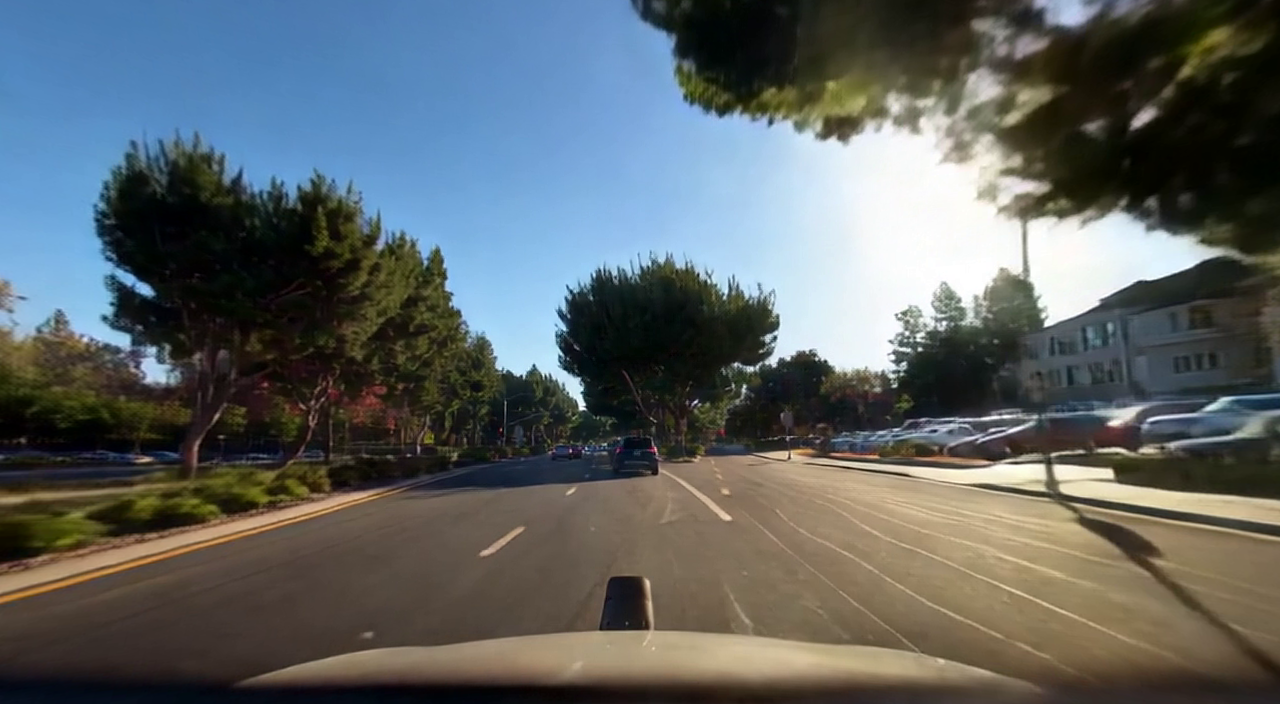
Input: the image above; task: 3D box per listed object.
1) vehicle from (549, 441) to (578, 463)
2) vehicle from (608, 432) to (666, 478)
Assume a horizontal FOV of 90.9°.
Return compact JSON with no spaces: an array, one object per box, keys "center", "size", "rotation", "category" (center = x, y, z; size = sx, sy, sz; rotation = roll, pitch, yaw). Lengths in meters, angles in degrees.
[{"center":[-5.776,7.531,47.685],"size":[1.950,1.563,3.727],"rotation":[0,-9,-4],"category":"vehicle"},{"center":[-0.152,4.112,25.328],"size":[2.135,1.691,3.884],"rotation":[0,-9,-1],"category":"vehicle"}]
